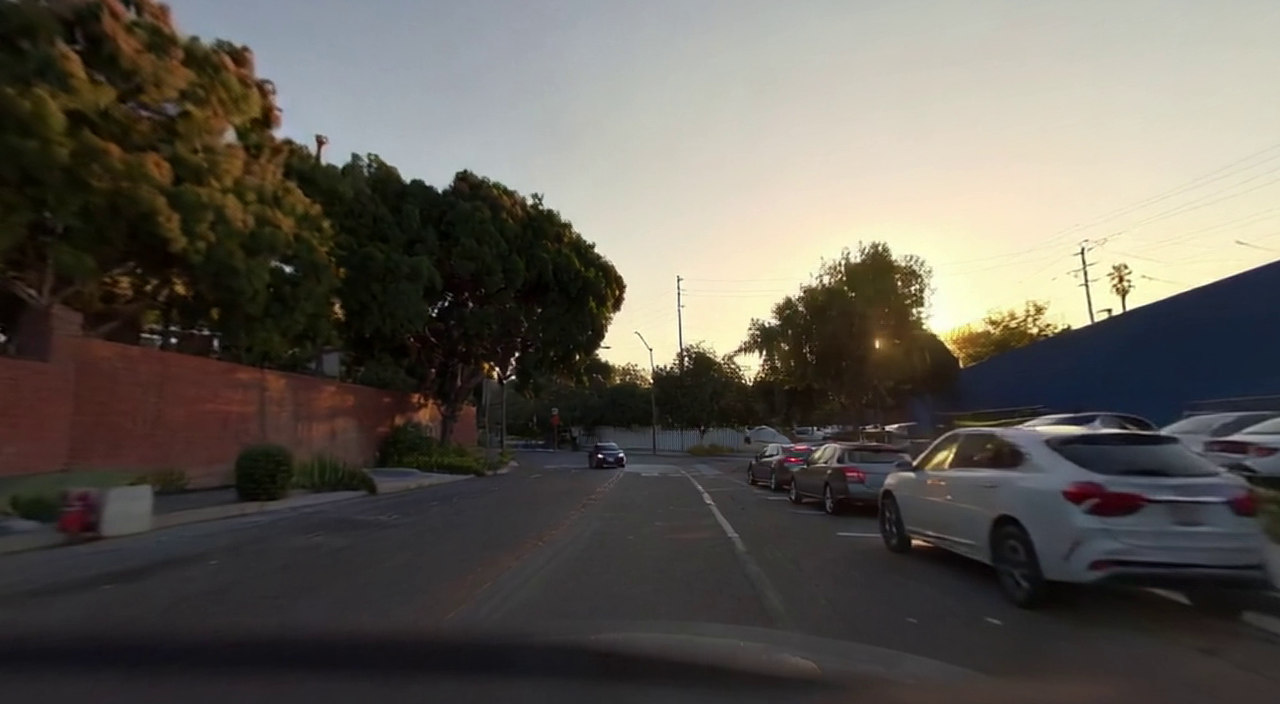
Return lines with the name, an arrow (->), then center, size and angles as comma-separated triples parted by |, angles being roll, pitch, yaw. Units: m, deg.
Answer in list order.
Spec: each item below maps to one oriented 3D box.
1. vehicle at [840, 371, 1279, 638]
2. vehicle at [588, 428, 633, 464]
vehicle -> 3.994, 1.344, 6.606 | 2.270, 1.749, 4.792 | 0, -8, 1
vehicle -> -2.077, 7.055, 47.300 | 2.788, 2.451, 7.130 | 0, -8, 2
